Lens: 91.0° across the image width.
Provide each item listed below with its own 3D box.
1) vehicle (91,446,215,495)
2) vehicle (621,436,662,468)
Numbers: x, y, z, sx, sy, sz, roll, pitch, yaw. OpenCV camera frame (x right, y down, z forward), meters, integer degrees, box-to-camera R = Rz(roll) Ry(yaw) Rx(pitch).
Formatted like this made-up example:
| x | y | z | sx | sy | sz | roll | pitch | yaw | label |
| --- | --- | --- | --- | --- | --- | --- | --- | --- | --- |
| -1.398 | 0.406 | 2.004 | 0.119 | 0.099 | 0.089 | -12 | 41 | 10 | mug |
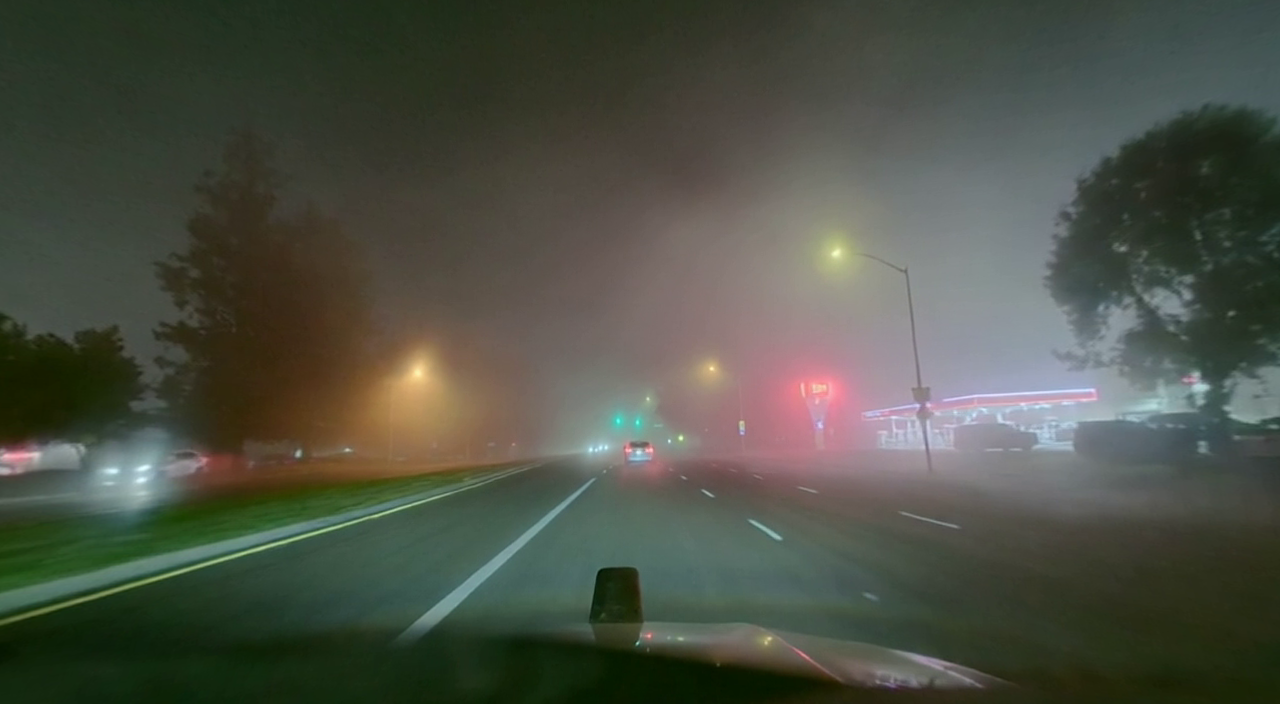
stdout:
| x | y | z | sx | sy | sz | roll | pitch | yaw | label |
| --- | --- | --- | --- | --- | --- | --- | --- | --- | --- |
| -19.152 | 4.639 | 25.059 | 1.909 | 1.720 | 4.390 | 1 | -8 | -9 | vehicle |
| 0.053 | 5.825 | 36.754 | 2.213 | 1.715 | 4.242 | 0 | -8 | -1 | vehicle |
